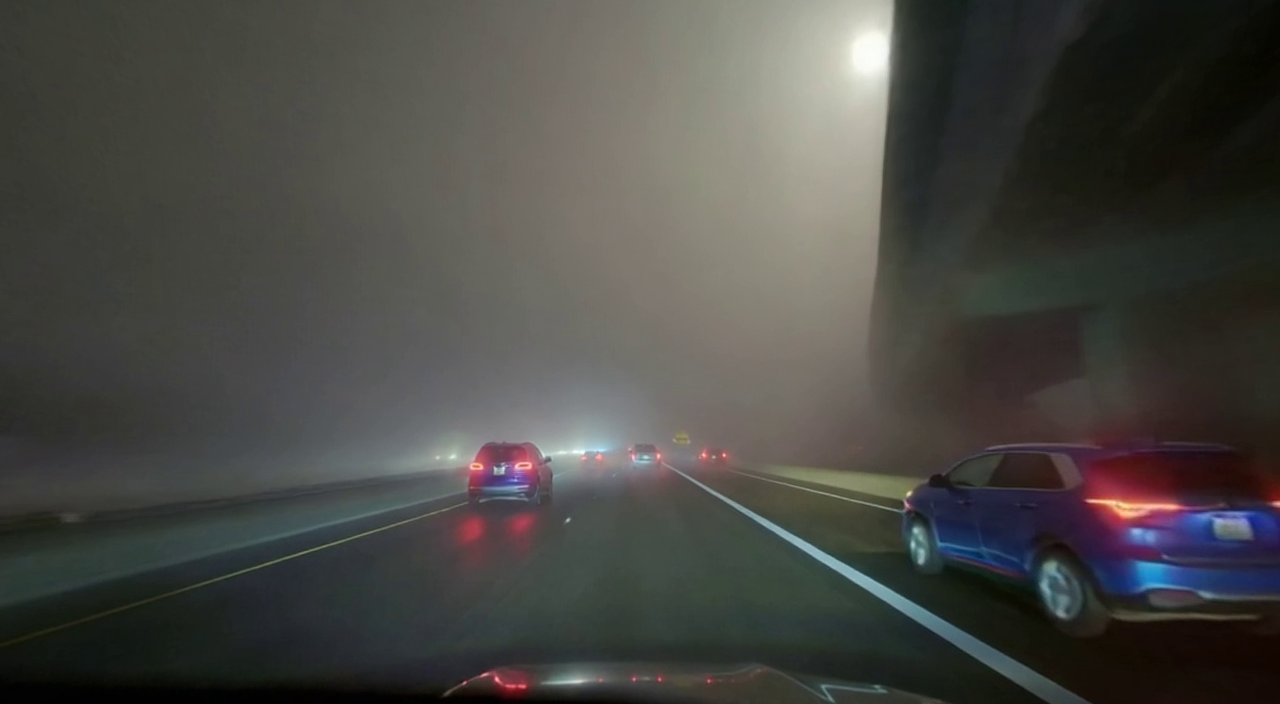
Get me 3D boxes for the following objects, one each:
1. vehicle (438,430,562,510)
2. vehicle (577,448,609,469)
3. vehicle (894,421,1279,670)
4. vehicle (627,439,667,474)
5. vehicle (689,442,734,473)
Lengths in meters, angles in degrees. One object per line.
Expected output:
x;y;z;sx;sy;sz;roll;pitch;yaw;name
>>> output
-3.379;2.957;16.211;2.089;1.751;4.515;0;-9;1;vehicle
-3.409;7.845;46.544;1.994;1.475;4.171;0;-9;0;vehicle
4.163;1.511;5.935;1.959;1.554;3.795;0;-9;0;vehicle
0.387;6.083;36.885;2.155;1.909;4.529;0;-9;0;vehicle
4.440;6.657;39.869;2.231;1.807;4.588;0;-9;-1;vehicle
